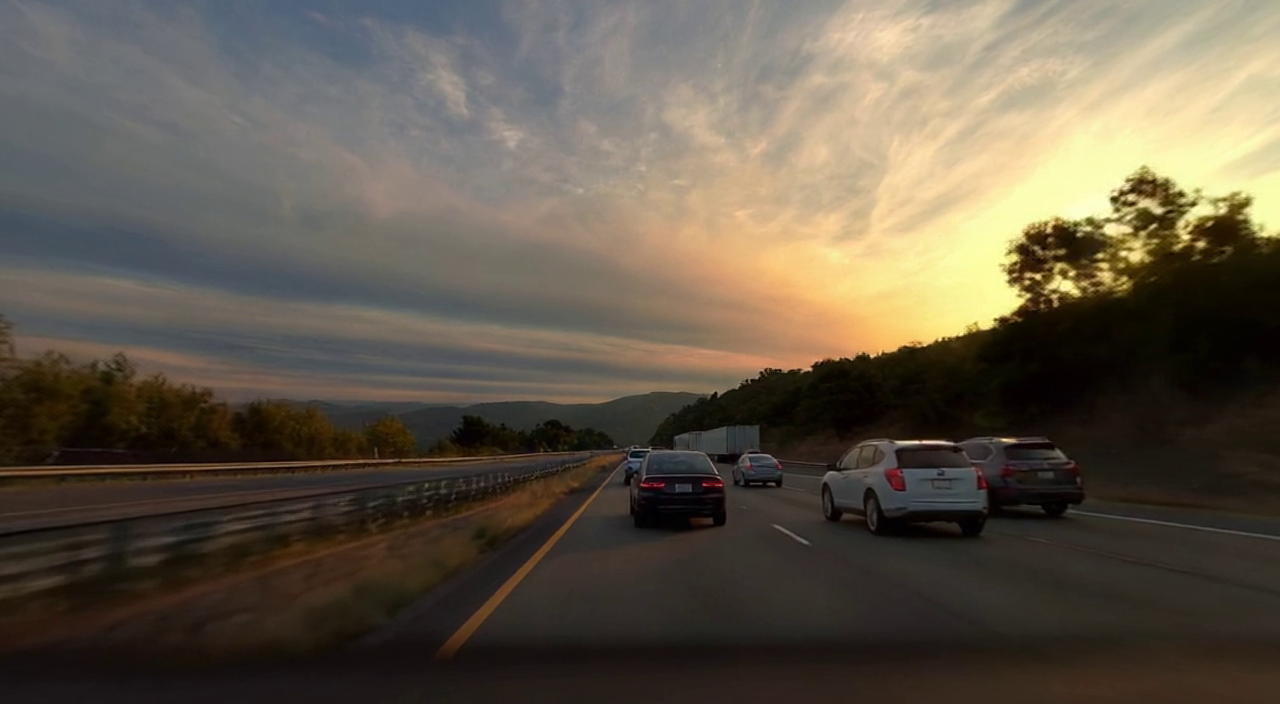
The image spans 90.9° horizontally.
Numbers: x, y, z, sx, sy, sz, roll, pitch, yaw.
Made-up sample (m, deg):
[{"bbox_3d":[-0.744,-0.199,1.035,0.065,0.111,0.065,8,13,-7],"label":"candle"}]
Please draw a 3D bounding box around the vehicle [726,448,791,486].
[{"bbox_3d":[5.077,4.997,27.637,1.908,1.500,4.157,0,-9,-2],"label":"vehicle"}]

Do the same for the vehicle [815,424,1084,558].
[{"bbox_3d":[4.578,2.123,10.345,1.998,1.657,4.604,0,-9,-1],"label":"vehicle"}]

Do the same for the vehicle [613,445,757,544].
[{"bbox_3d":[0.631,2.381,11.131,2.094,1.426,3.725,0,-9,-1],"label":"vehicle"}]
